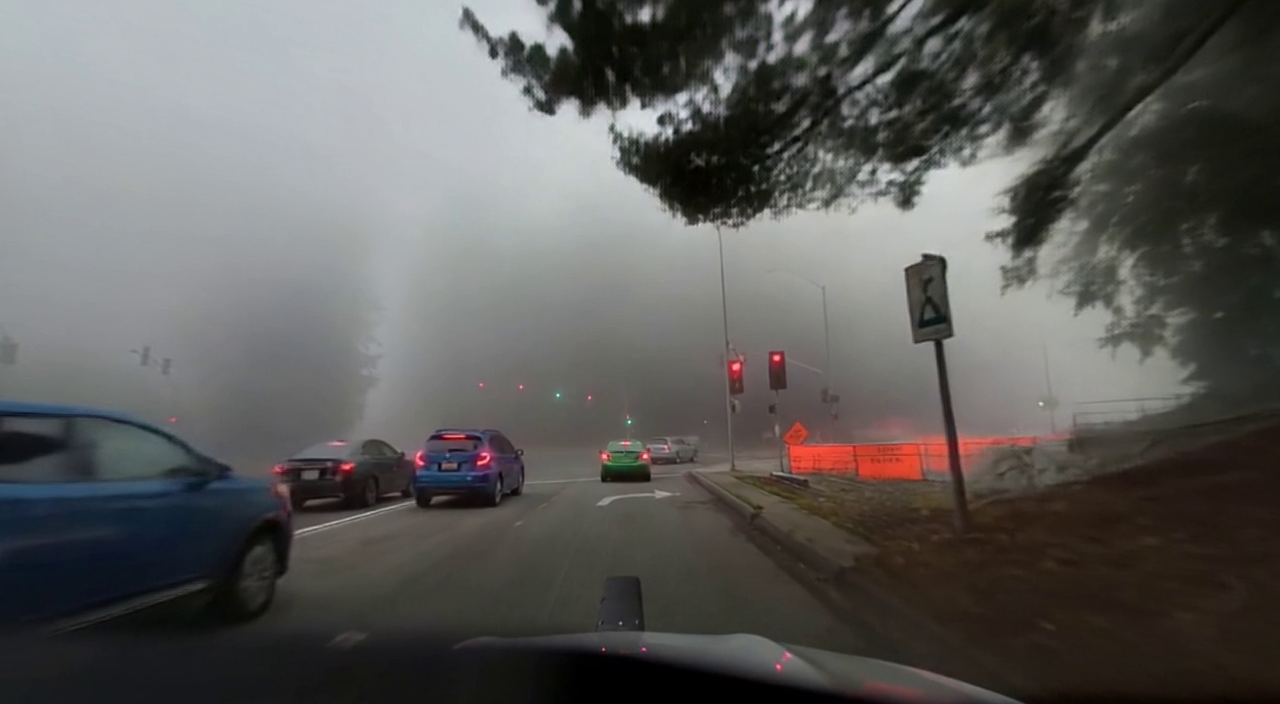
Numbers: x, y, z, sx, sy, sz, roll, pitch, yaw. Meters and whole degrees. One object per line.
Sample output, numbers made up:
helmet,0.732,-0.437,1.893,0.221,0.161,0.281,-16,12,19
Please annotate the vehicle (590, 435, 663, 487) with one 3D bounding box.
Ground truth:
vehicle,-0.365,3.582,21.017,2.183,1.506,4.286,0,-9,1

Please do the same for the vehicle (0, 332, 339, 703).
vehicle,-4.014,1.022,3.633,2.236,1.886,4.792,-3,-9,0

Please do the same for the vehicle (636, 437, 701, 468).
vehicle,1.596,5.268,33.199,1.873,1.477,4.467,-4,-9,24

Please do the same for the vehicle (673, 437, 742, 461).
vehicle,4.506,6.394,41.784,4.345,1.480,1.800,5,-10,-33

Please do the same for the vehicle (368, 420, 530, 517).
vehicle,-4.148,2.647,14.843,2.240,1.844,5.043,0,-9,0
